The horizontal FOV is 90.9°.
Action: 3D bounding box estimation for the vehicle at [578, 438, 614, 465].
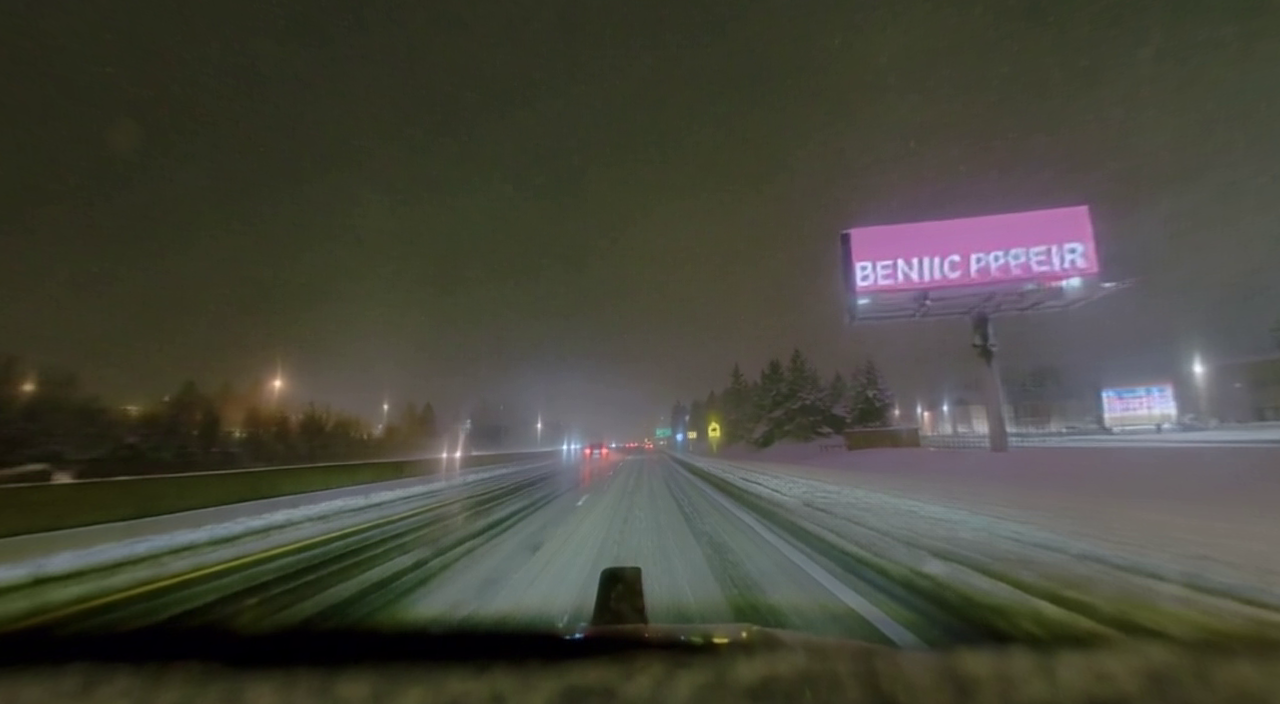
[{"bbox_3d":[-3.082,7.138,45.426,2.159,1.793,5.027,-1,-8,1],"label":"vehicle"}]
